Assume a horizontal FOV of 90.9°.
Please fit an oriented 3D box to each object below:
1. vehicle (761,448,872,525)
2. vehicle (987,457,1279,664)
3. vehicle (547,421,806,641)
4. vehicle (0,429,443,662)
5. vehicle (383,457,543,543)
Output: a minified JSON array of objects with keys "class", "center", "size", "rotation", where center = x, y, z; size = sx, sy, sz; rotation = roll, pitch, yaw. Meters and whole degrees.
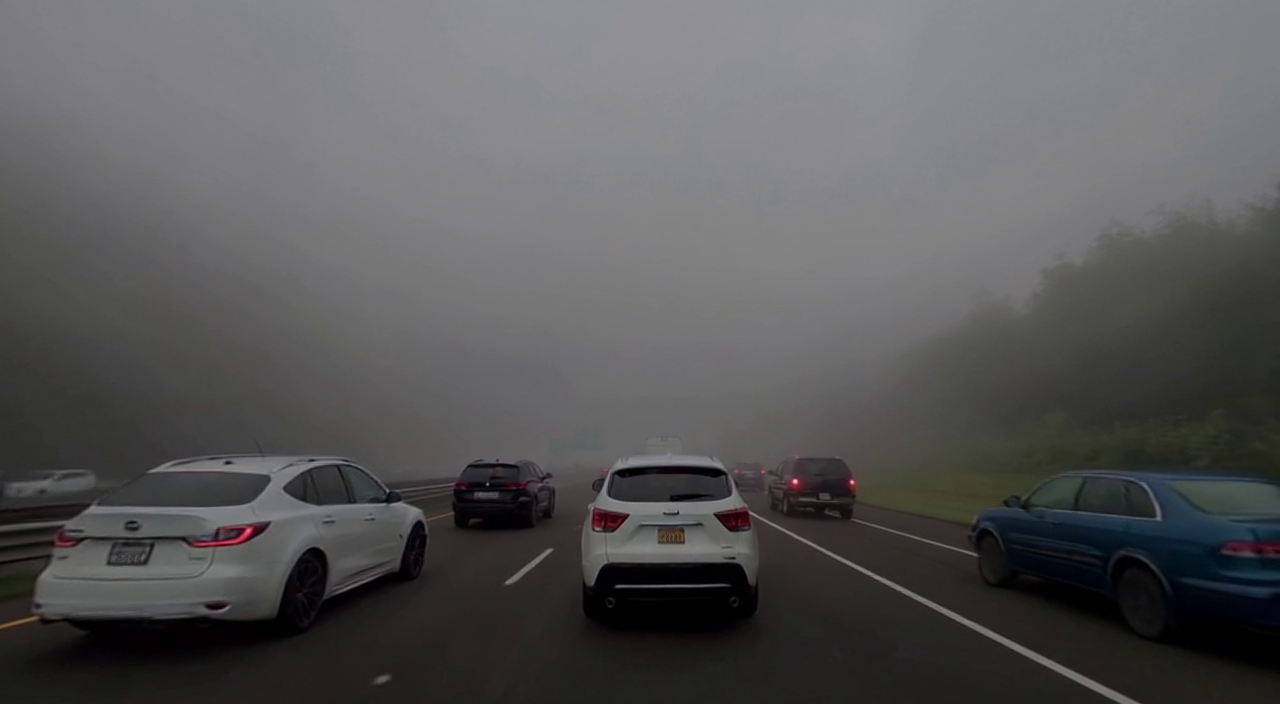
[{"class":"vehicle","center":[4.877,3.802,18.111],"size":[1.984,1.876,4.287],"rotation":[0,-11,1]},{"class":"vehicle","center":[5.500,1.772,5.993],"size":[1.919,1.437,4.436],"rotation":[1,-11,1]},{"class":"vehicle","center":[0.306,1.818,7.201],"size":[2.057,1.725,4.126],"rotation":[1,-11,0]},{"class":"vehicle","center":[-3.798,1.723,6.540],"size":[1.994,1.556,4.263],"rotation":[0,-11,1]},{"class":"vehicle","center":[-3.558,3.098,13.713],"size":[1.960,1.502,4.593],"rotation":[0,-11,2]}]
